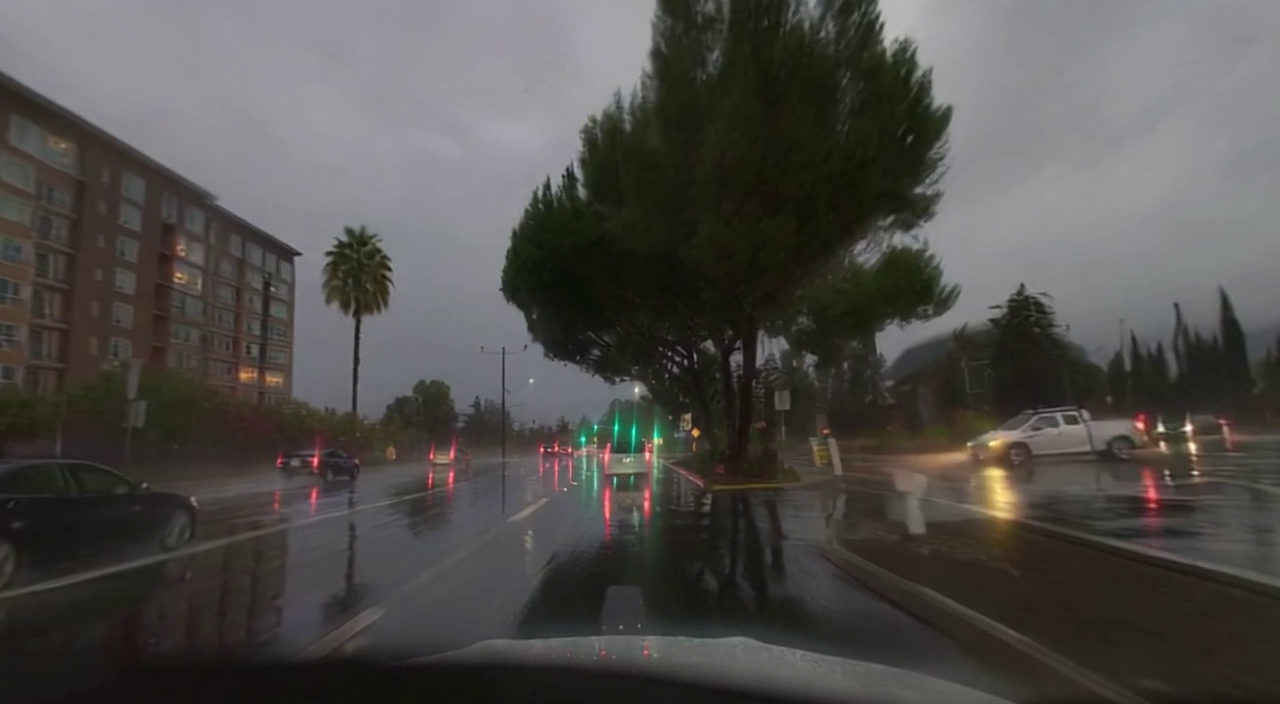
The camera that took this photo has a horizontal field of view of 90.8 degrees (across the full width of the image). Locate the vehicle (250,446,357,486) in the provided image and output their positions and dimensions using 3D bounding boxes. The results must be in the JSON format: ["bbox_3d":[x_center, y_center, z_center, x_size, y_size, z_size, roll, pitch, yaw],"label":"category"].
[{"bbox_3d":[-13.754,4.664,26.189,2.024,1.484,4.592,0,-8,-2],"label":"vehicle"}]

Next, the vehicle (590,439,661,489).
[{"bbox_3d":[-0.474,3.624,20.825,2.099,1.469,4.389,0,-8,-1],"label":"vehicle"}]

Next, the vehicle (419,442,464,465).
[{"bbox_3d":[-14.965,7.682,47.889,2.064,1.686,4.380,0,-8,-1],"label":"vehicle"}]

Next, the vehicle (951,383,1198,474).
[{"bbox_3d":[12.532,2.252,18.568,5.253,2.014,2.666,-5,-7,-5],"label":"vehicle"}]

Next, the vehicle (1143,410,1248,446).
[{"bbox_3d":[28.100,3.850,31.987,3.745,1.450,1.750,-5,-6,-6],"label":"vehicle"}]

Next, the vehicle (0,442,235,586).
[{"bbox_3d":[-7.446,1.846,7.794,1.906,1.449,4.576,0,-8,-1],"label":"vehicle"}]
